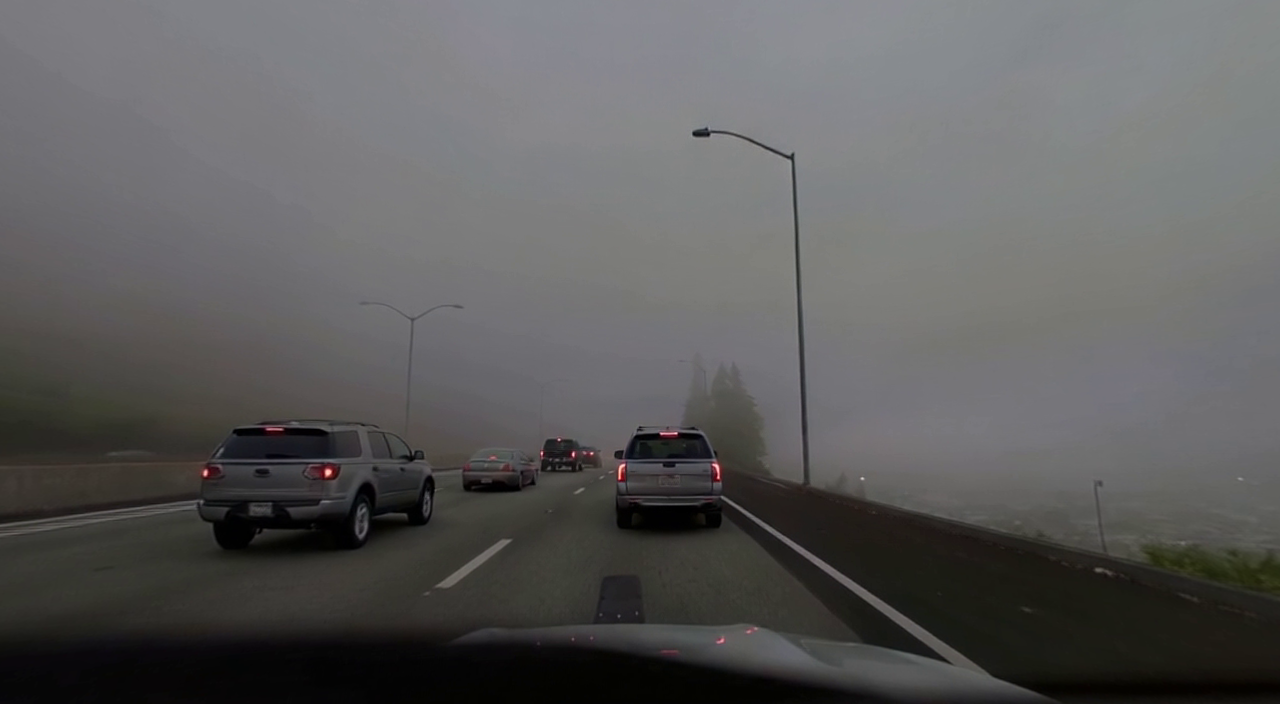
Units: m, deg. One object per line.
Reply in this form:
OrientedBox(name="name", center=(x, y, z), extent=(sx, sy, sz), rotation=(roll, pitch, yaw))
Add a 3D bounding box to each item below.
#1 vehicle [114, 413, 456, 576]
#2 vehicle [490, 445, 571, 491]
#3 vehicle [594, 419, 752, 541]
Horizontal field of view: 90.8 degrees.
OrientedBox(name="vehicle", center=(-4.413, 1.834, 8.913), extent=(2.076, 1.688, 4.334), rotation=(-1, -9, 4))
OrientedBox(name="vehicle", center=(-3.733, 4.027, 22.305), extent=(1.868, 1.470, 4.105), rotation=(-1, -9, 4))
OrientedBox(name="vehicle", center=(0.513, 2.160, 11.269), extent=(2.235, 1.716, 4.435), rotation=(0, -9, 1))
